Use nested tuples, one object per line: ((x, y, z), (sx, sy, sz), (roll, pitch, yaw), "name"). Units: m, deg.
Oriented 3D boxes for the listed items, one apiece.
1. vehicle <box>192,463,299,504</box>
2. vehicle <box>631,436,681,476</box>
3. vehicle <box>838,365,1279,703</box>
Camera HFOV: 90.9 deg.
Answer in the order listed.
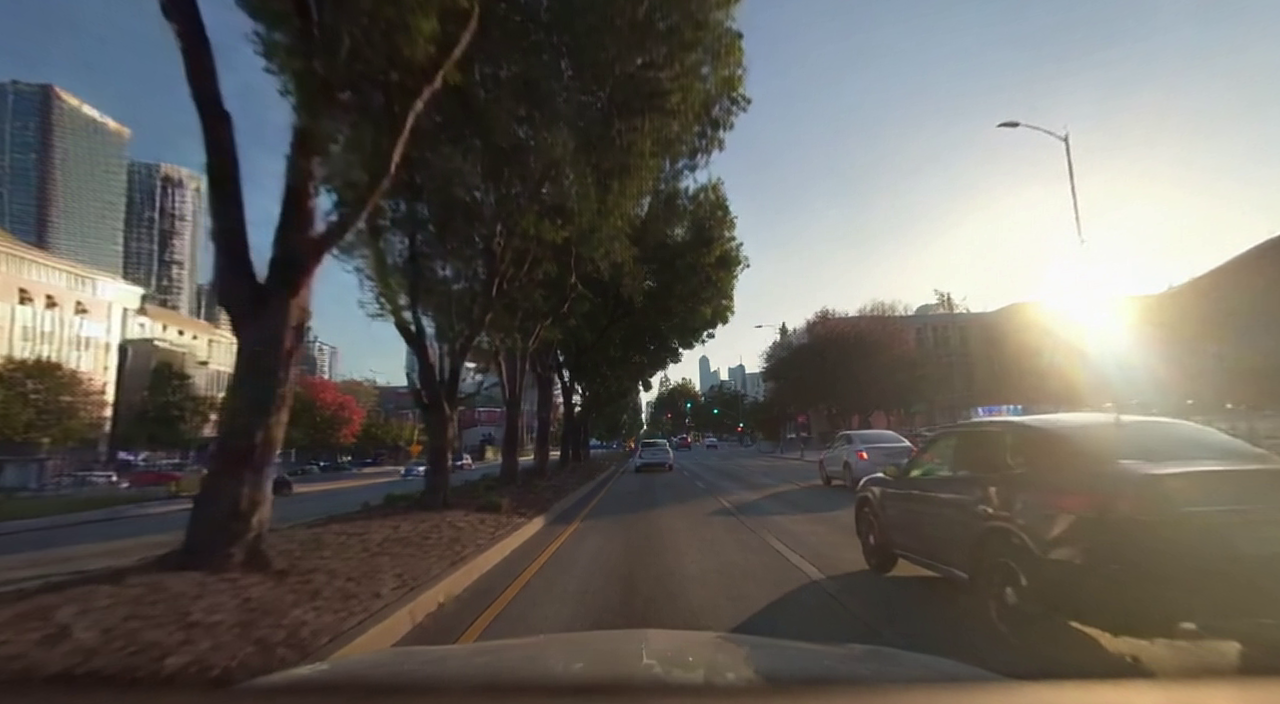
((-18.341, 6.109, 29.598), (1.947, 1.609, 4.589), (-1, -8, 1), "vehicle")
((0.658, 4.701, 28.729), (2.125, 1.669, 3.880), (0, -8, 0), "vehicle")
((3.206, 1.177, 4.657), (1.931, 1.591, 4.708), (0, -8, 0), "vehicle")
